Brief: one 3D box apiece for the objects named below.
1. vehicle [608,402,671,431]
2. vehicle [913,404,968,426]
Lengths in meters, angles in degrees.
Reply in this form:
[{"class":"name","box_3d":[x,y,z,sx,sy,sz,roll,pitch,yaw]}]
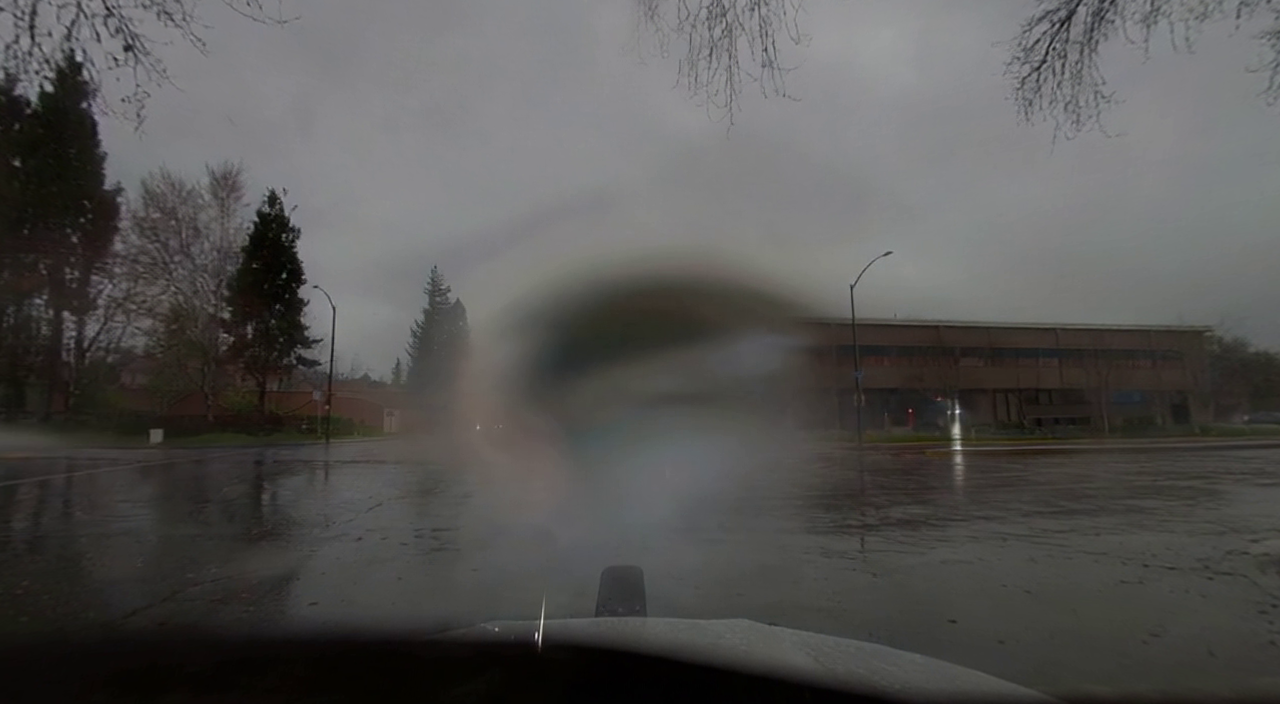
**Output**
[{"class":"vehicle","box_3d":[-0.124,4.890,46.838,2.435,1.858,5.585,4,-9,-26]},{"class":"vehicle","box_3d":[23.854,5.025,49.752,4.674,1.483,1.745,6,-10,-35]}]
